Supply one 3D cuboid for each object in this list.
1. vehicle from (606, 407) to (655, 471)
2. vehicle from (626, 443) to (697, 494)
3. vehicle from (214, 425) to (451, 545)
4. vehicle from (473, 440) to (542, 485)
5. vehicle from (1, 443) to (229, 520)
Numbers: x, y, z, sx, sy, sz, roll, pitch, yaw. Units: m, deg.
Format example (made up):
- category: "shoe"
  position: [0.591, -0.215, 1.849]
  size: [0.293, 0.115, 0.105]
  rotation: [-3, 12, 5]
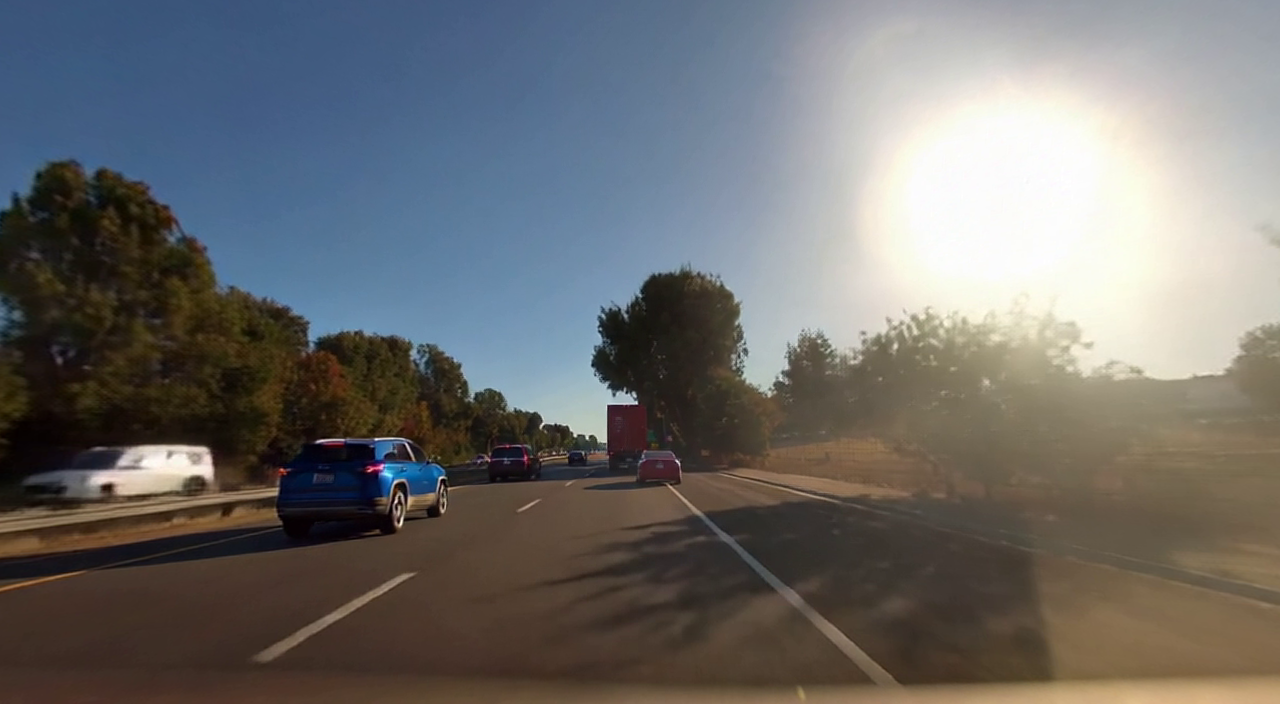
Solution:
- category: "vehicle"
  position: [-0.864, 6.343, 45.246]
  size: [3.113, 4.066, 10.786]
  rotation: [0, -9, -3]
- category: "vehicle"
  position: [0.589, 3.779, 20.657]
  size: [2.026, 1.489, 4.045]
  rotation: [0, -9, -2]
- category: "vehicle"
  position: [-4.994, 2.204, 11.009]
  size: [2.100, 1.671, 4.105]
  rotation: [0, -9, -1]
- category: "vehicle"
  position: [-5.333, 4.509, 25.748]
  size: [2.035, 1.664, 4.064]
  rotation: [0, -9, -1]
- category: "vehicle"
  position: [-13.443, 3.304, 16.548]
  size: [2.191, 1.706, 4.471]
  rotation: [0, -9, -1]
